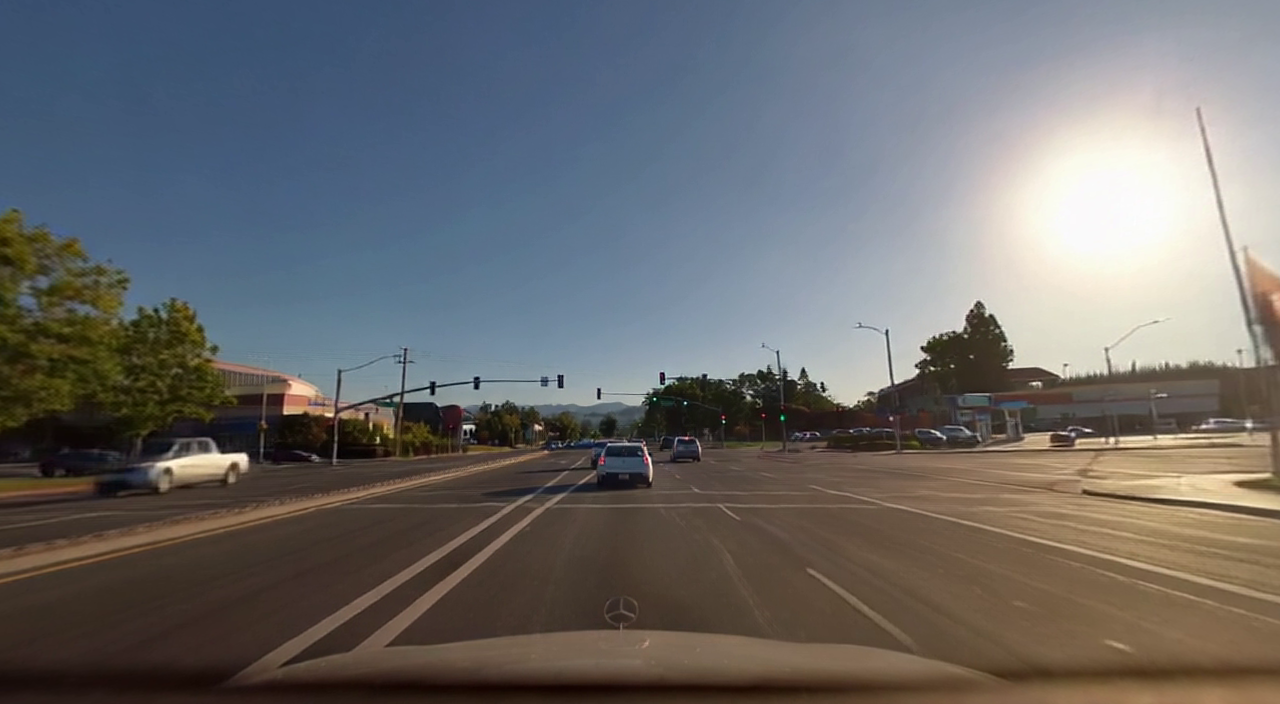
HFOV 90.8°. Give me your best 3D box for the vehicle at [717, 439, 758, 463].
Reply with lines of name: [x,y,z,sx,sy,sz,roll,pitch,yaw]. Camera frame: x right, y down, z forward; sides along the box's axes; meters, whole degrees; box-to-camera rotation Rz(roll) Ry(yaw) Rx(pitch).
vehicle: [6.292,6.460,41.229,1.890,1.489,4.396,0,-8,-1]

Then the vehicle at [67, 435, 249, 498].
vehicle: [-17.198,4.096,23.116,2.224,2.000,5.743,0,-8,-1]

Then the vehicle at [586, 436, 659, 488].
vehicle: [-0.509,3.370,19.644,2.040,1.451,3.736,0,-8,0]
